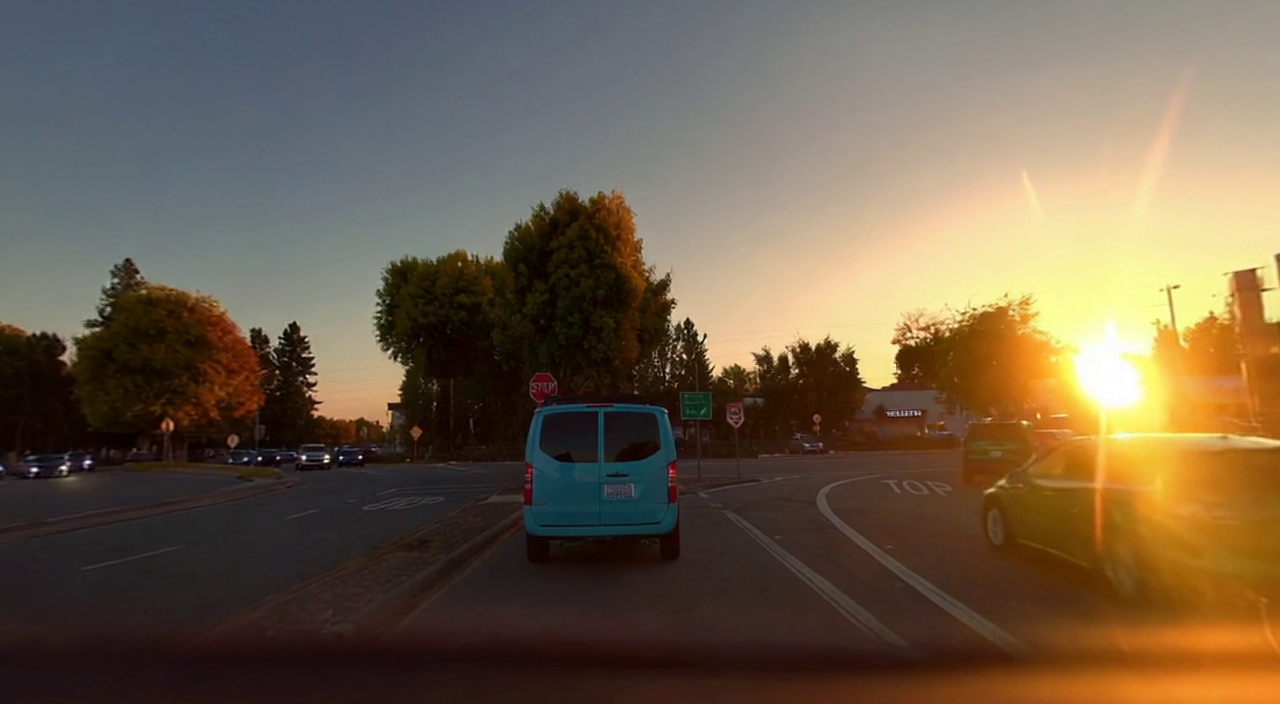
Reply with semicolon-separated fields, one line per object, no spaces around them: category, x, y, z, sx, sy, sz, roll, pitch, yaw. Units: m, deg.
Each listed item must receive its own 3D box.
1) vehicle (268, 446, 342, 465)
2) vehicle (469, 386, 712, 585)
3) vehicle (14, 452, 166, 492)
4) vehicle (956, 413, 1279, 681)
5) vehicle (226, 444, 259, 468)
vehicle;-26.303;8.119;49.705;4.670;1.472;1.851;1;-9;-8
vehicle;-0.387;1.579;8.193;2.237;1.828;4.546;0;-9;2
vehicle;-21.508;4.660;24.988;2.038;1.392;4.362;0;-9;1
vehicle;4.916;1.432;5.734;2.079;1.504;4.828;-1;-9;7
vehicle;-30.040;7.847;47.798;1.913;1.682;4.120;5;-10;-31
